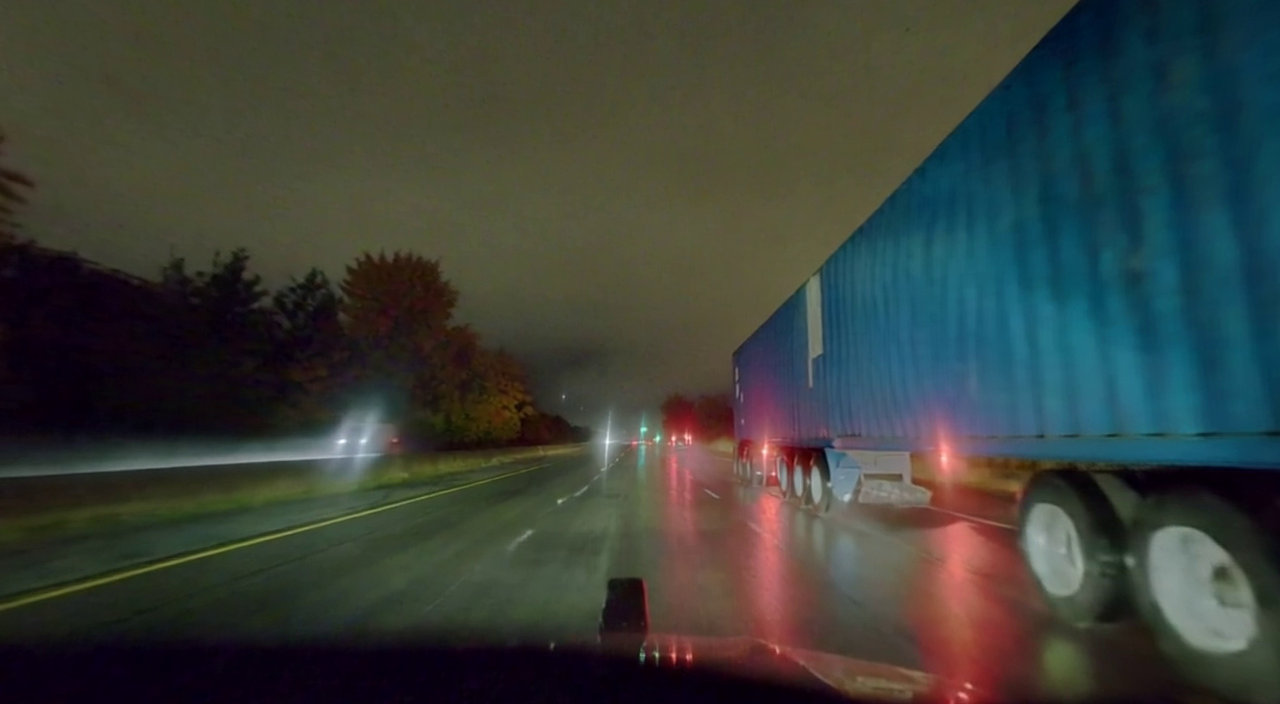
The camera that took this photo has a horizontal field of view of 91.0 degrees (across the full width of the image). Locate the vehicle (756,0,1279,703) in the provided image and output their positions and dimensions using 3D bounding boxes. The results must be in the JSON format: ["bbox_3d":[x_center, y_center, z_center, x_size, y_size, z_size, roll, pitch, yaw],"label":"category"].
[{"bbox_3d":[4.031,0.304,7.527,2.903,4.003,13.046,0,-8,1],"label":"vehicle"}]

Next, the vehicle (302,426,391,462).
[{"bbox_3d":[-15.086,4.775,32.665,2.109,1.742,4.977,0,-8,1],"label":"vehicle"}]
